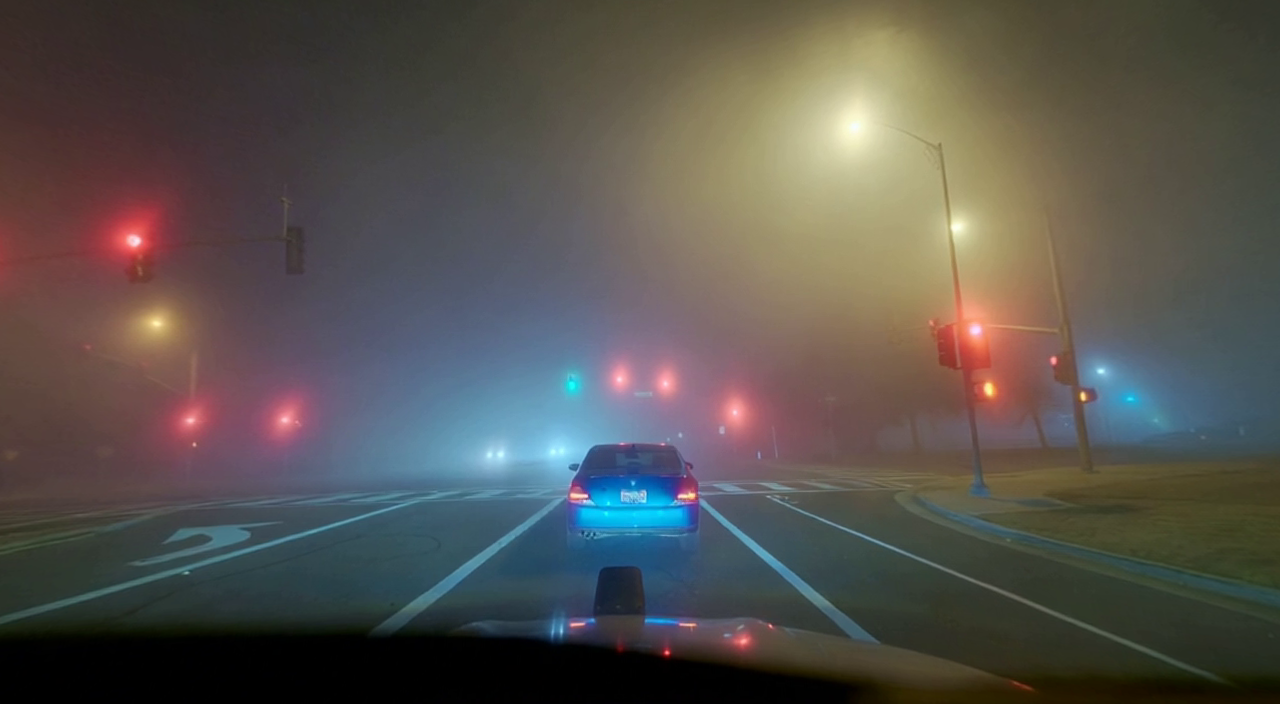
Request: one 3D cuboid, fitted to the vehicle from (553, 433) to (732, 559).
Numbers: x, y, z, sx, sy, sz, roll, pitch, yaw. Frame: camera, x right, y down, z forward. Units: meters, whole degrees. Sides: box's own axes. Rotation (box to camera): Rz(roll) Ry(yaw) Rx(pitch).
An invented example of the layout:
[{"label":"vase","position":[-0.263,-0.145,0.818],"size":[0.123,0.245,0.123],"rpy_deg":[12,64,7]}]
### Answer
[{"label":"vehicle","position":[-0.005,1.998,9.500],"size":[2.107,1.470,3.974],"rpy_deg":[0,-9,-1]}]
